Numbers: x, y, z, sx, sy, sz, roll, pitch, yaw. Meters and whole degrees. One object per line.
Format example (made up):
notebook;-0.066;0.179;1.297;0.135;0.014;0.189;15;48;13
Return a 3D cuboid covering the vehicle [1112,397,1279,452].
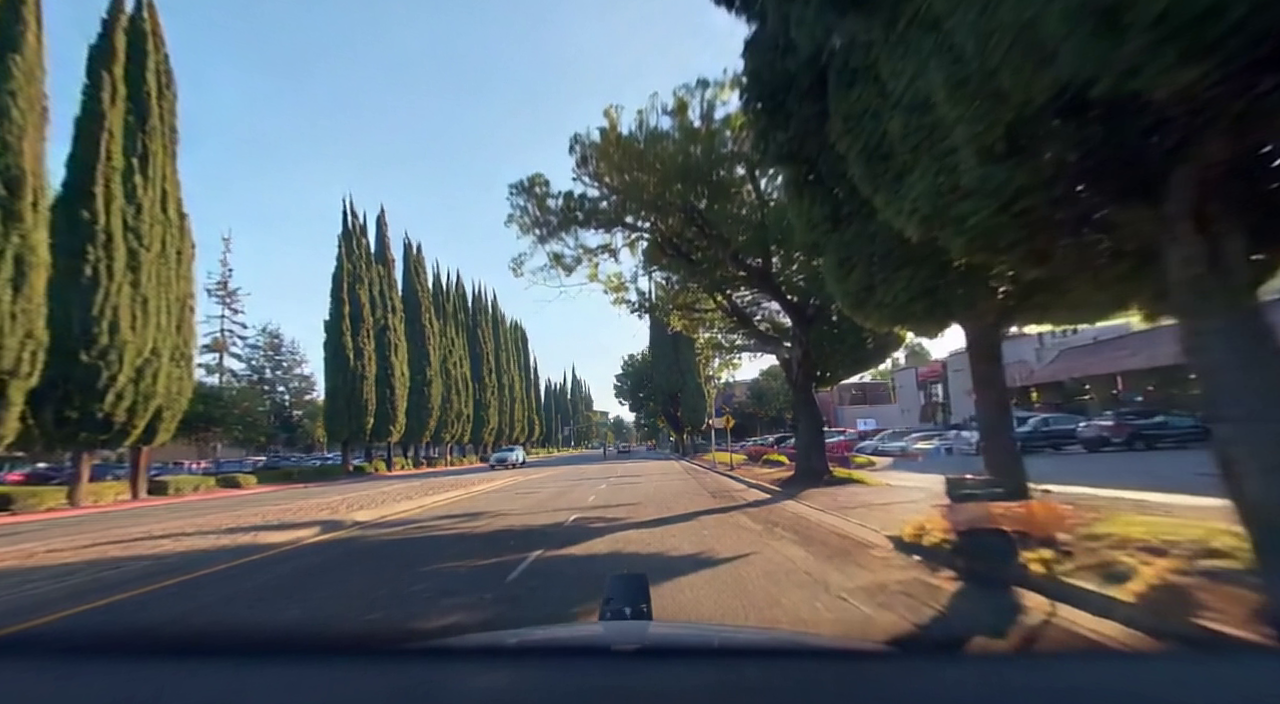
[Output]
vehicle;19.905;2.631;22.480;4.419;1.603;1.930;-7;-10;23

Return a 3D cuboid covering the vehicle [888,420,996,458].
vehicle;14.816;4.312;30.974;4.387;1.532;1.930;-9;-12;34

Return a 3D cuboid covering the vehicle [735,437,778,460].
vehicle;8.304;6.929;45.328;2.056;1.449;4.679;-1;-8;-2
